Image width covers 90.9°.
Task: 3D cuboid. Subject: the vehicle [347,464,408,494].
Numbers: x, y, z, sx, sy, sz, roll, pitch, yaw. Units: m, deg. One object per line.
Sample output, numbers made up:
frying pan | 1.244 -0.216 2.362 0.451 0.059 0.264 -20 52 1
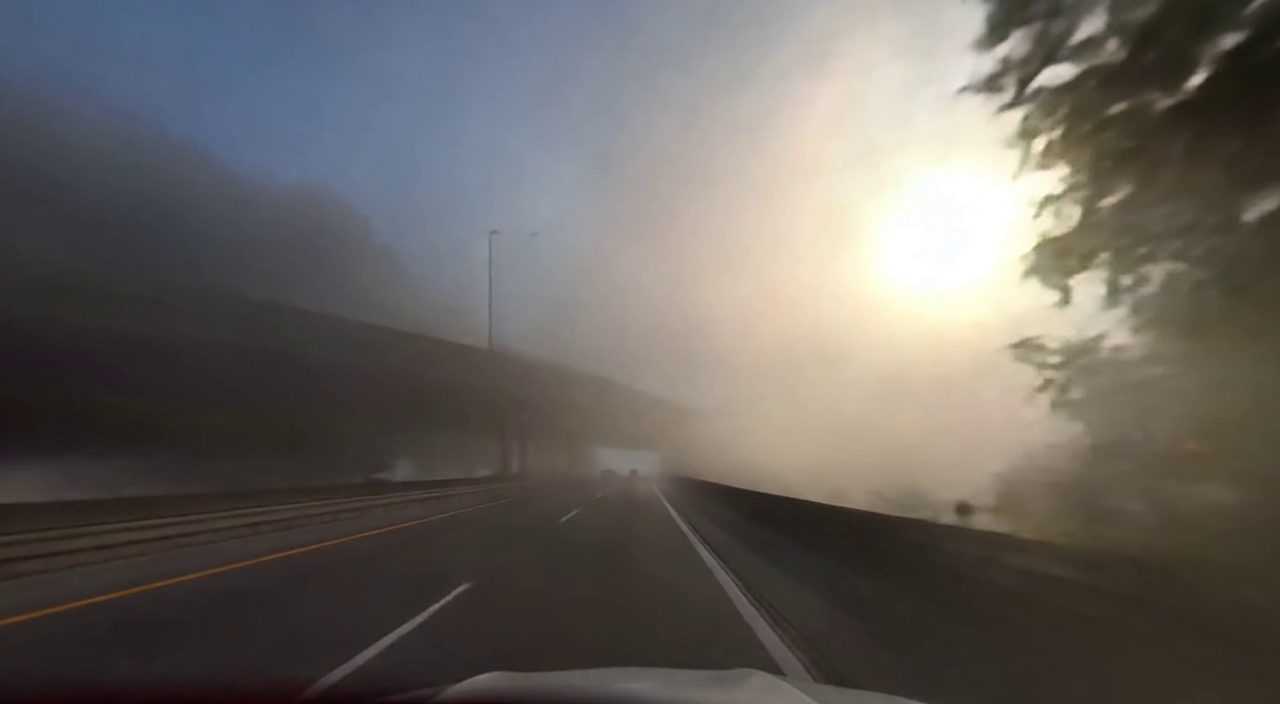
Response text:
vehicle | -16.920 8.163 40.815 1.949 1.760 4.605 1 -10 0
